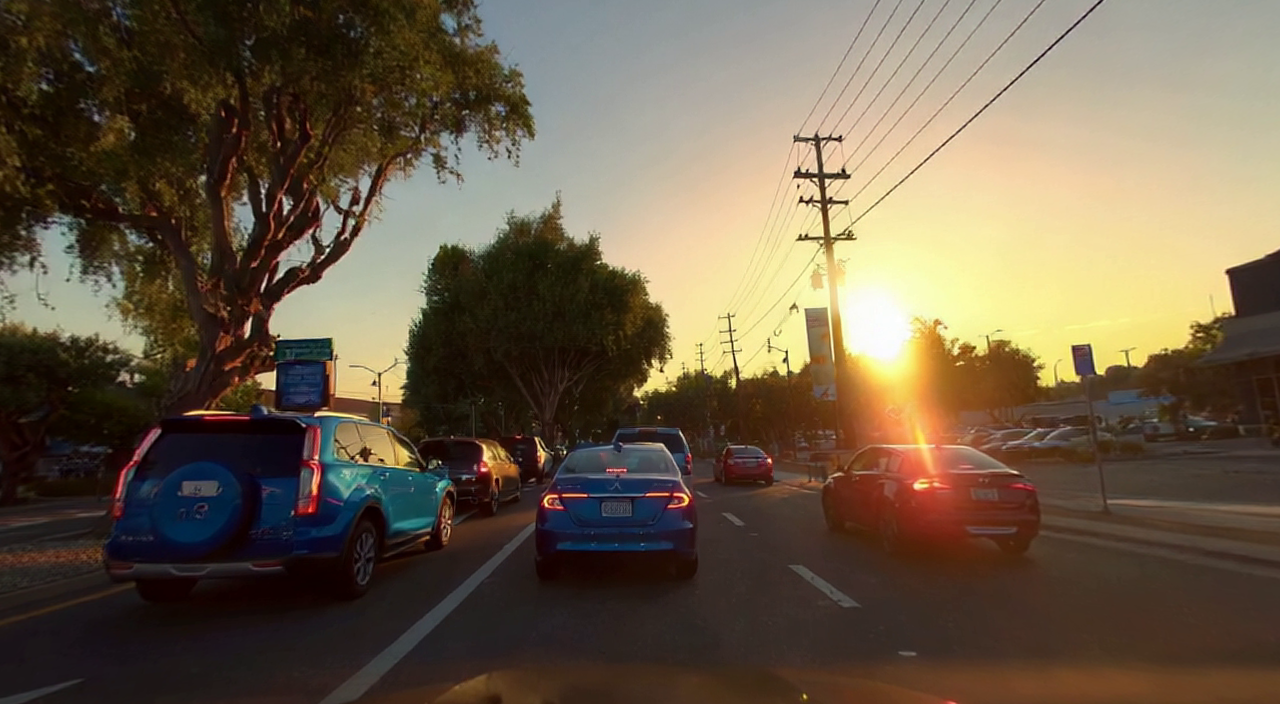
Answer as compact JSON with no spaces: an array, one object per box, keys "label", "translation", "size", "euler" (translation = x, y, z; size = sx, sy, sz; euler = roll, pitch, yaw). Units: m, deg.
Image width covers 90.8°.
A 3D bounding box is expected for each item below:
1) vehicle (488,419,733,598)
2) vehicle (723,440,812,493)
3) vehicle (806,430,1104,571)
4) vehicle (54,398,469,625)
[{"label":"vehicle","translation":[-0.310,1.631,7.392],"size":[2.097,1.511,3.809],"euler":[0,-9,-2]},{"label":"vehicle","translation":[3.816,3.494,19.679],"size":[1.876,1.456,4.025],"euler":[0,-9,-1]},{"label":"vehicle","translation":[3.918,1.898,8.925],"size":[1.909,1.473,4.361],"euler":[0,-9,-1]},{"label":"vehicle","translation":[-3.439,1.520,6.972],"size":[1.979,1.697,4.254],"euler":[0,-9,-1]}]
